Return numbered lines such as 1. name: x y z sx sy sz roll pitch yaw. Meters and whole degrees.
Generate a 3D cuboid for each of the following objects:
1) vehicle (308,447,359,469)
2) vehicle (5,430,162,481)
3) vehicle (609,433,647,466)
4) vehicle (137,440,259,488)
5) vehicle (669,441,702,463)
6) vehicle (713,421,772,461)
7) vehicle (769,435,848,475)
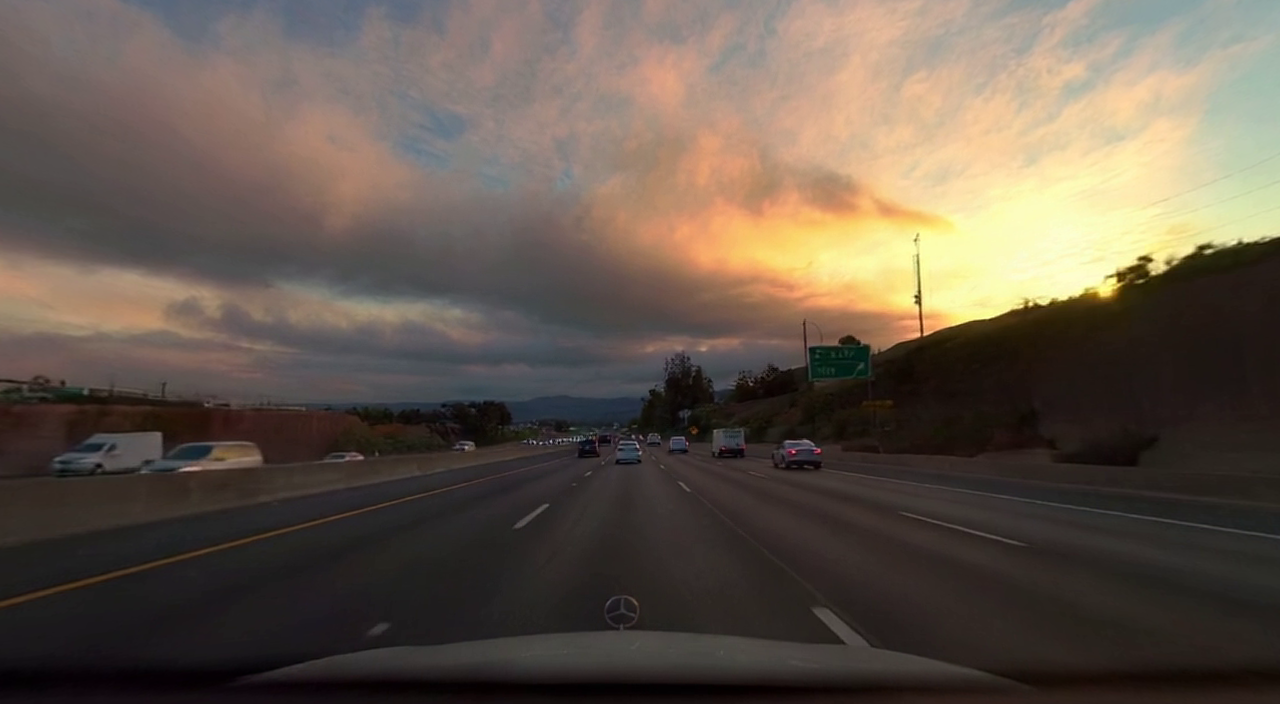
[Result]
1. vehicle: -22.242 7.682 45.966 1.892 1.447 3.595 0 -9 -1
2. vehicle: -29.532 5.520 33.971 2.378 2.420 6.571 0 -9 0
3. vehicle: -0.672 5.489 35.641 2.002 1.759 4.658 0 -9 -1
4. vehicle: -14.109 3.574 20.392 1.546 1.405 3.307 0 -9 -1
5. vehicle: 2.979 6.621 41.954 1.816 1.353 3.809 0 -9 -2
6. vehicle: 6.824 6.109 42.969 2.790 2.473 6.815 0 -9 0
7. vehicle: 6.682 4.144 25.588 1.879 1.428 4.402 0 -9 -2
